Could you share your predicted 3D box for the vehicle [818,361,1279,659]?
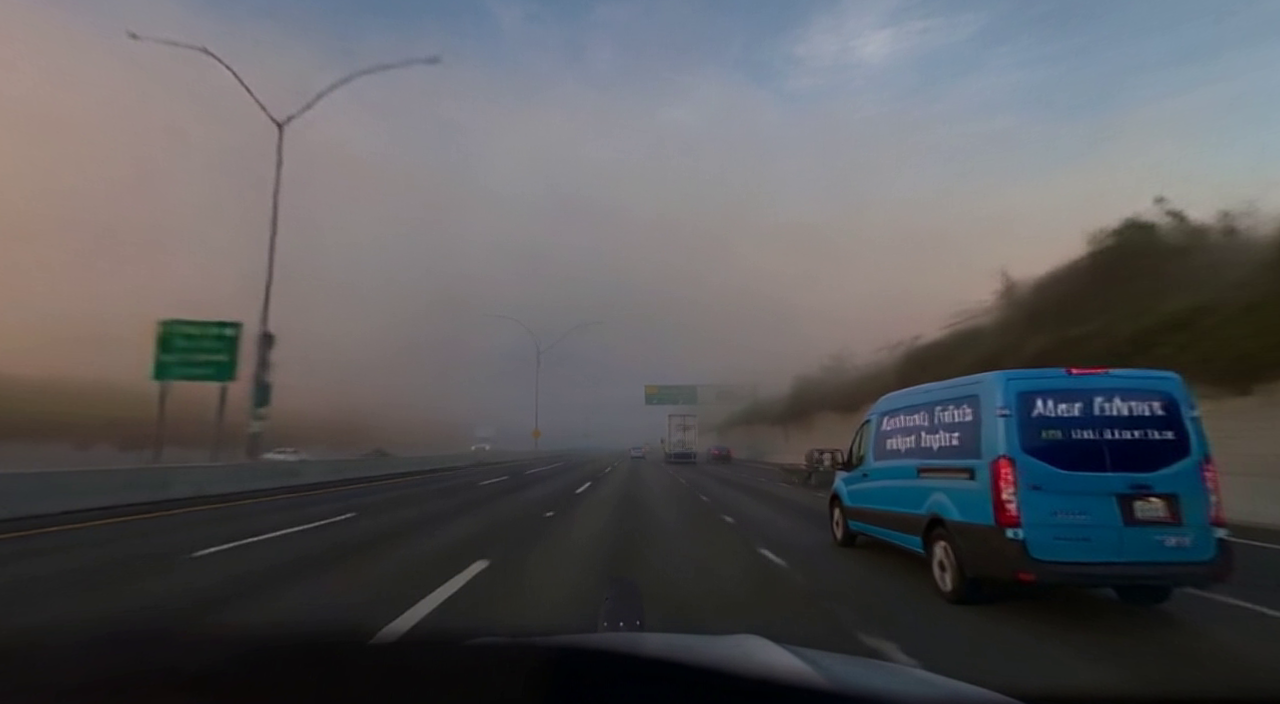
[{"bbox_3d":[3.630,1.379,6.609,2.035,1.931,4.841,0,-9,-1],"label":"vehicle"}]
